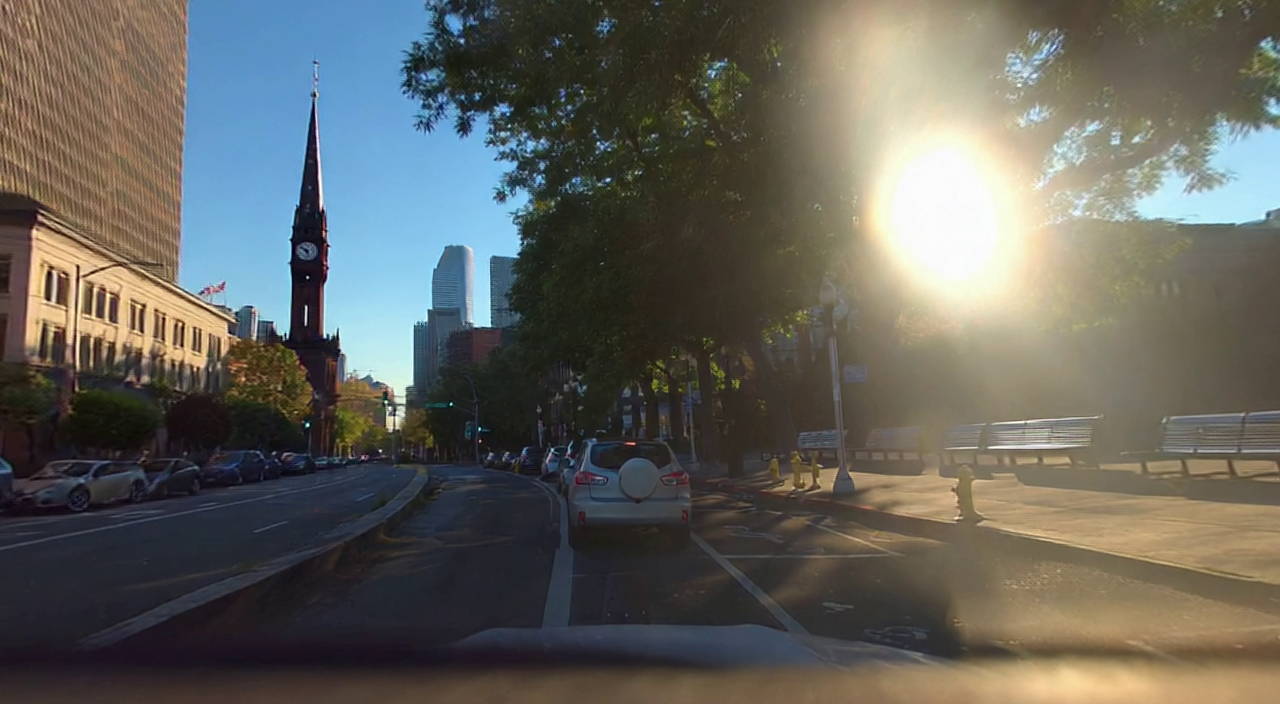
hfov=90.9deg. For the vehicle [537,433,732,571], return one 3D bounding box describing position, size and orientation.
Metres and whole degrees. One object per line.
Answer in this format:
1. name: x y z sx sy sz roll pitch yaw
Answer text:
1. vehicle: -0.248 1.942 9.016 2.142 1.475 4.051 1 -8 -6
